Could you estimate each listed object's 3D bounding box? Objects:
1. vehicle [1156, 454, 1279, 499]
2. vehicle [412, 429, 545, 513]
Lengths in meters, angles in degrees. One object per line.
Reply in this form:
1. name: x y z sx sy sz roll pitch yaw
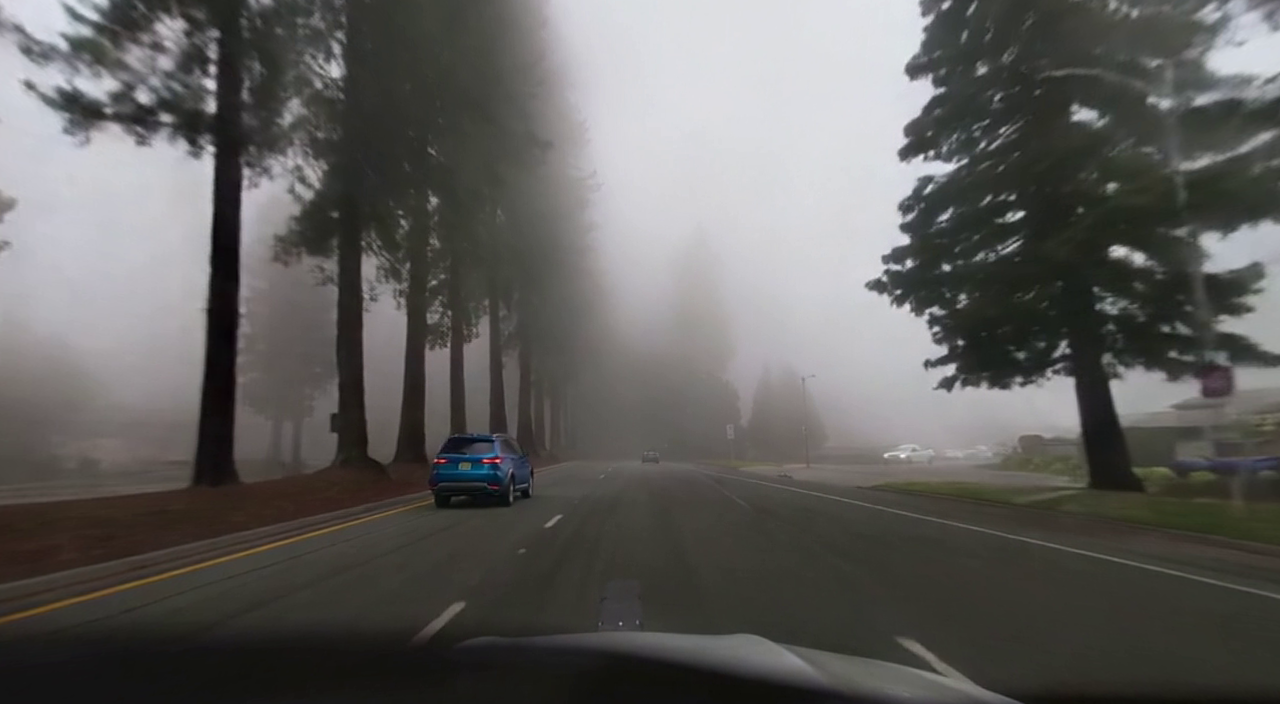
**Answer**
1. vehicle: 20.956 4.299 21.947 4.145 1.418 1.988 -1 -9 8
2. vehicle: -3.706 2.812 15.411 2.078 1.748 4.279 0 -8 0
